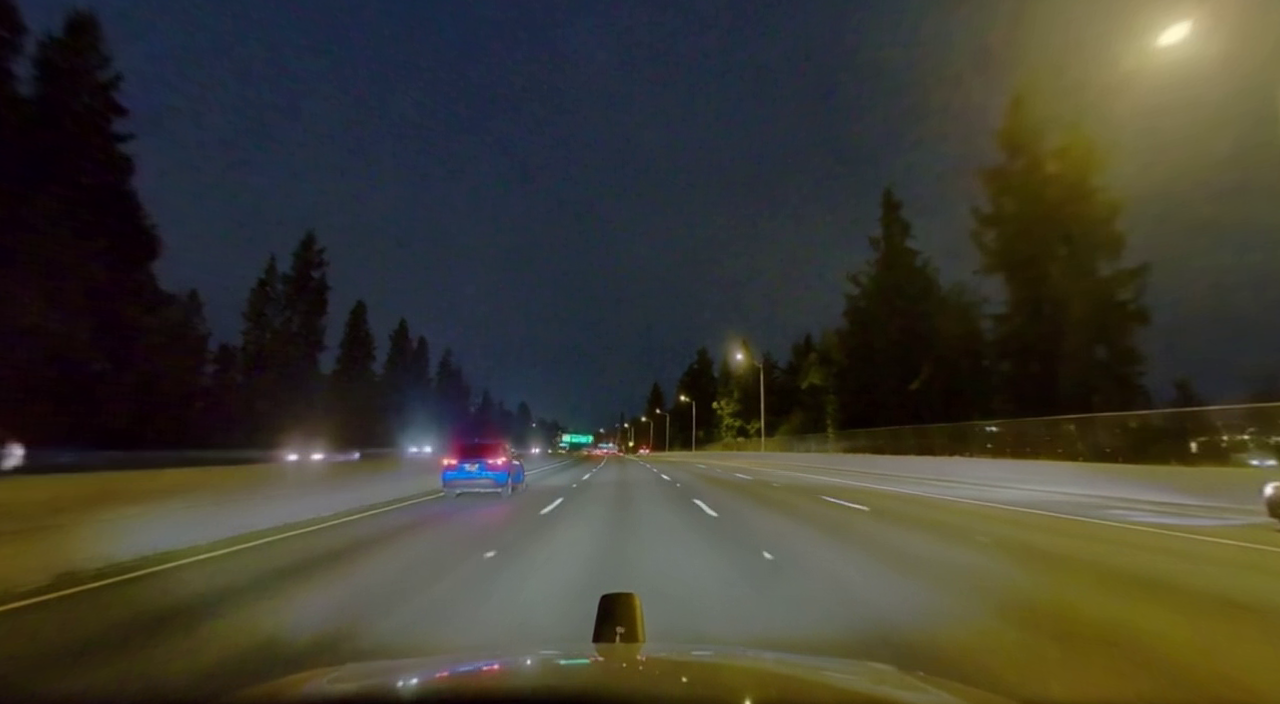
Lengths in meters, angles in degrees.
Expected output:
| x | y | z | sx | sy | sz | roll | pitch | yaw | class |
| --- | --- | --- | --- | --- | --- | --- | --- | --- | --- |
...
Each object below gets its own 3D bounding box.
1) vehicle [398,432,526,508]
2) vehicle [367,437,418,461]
| x | y | z | sx | sy | sz | roll | pitch | yaw | class |
| --- | --- | --- | --- | --- | --- | --- | --- | --- | --- |
| -4.210 | 2.855 | 15.559 | 2.071 | 1.615 | 3.868 | 0 | -9 | 0 | vehicle |
| -16.080 | 6.353 | 40.944 | 1.760 | 1.483 | 3.871 | 0 | -9 | 0 | vehicle |
